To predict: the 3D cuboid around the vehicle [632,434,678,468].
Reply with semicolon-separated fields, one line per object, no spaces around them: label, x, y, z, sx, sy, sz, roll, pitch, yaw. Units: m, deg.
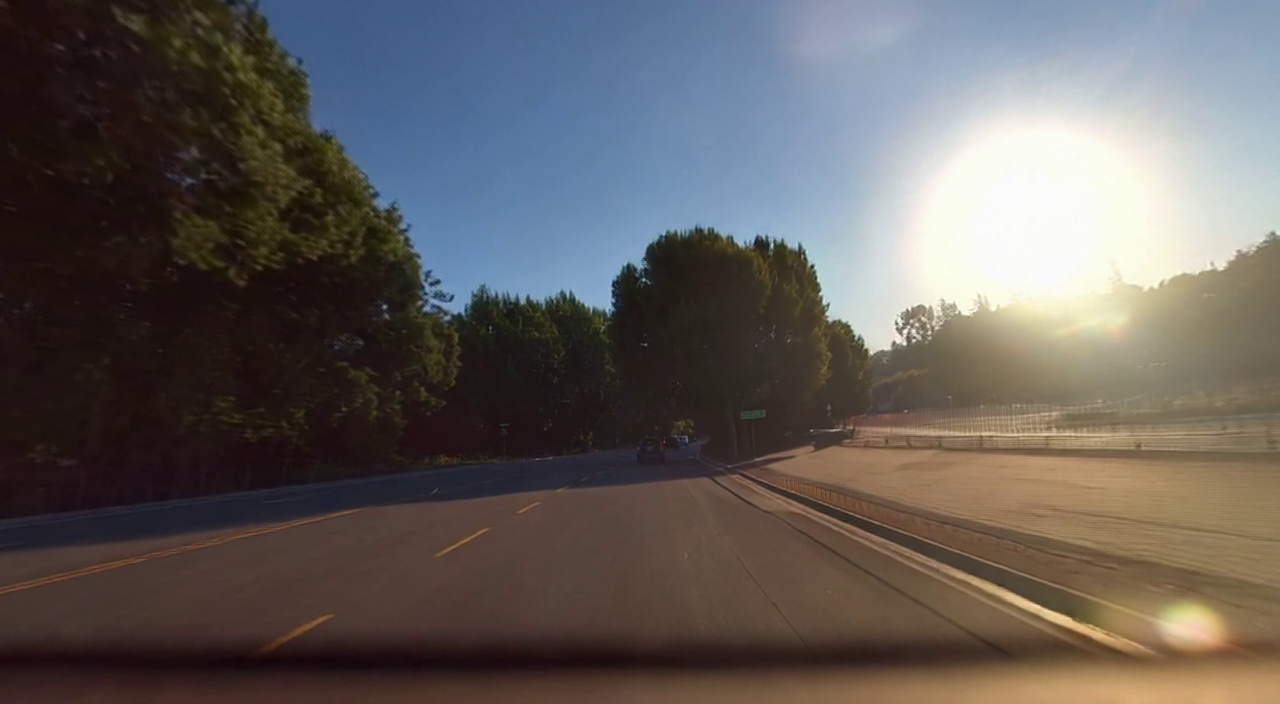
vehicle;0.891;5.313;34.074;2.294;1.708;4.110;-1;-8;4
